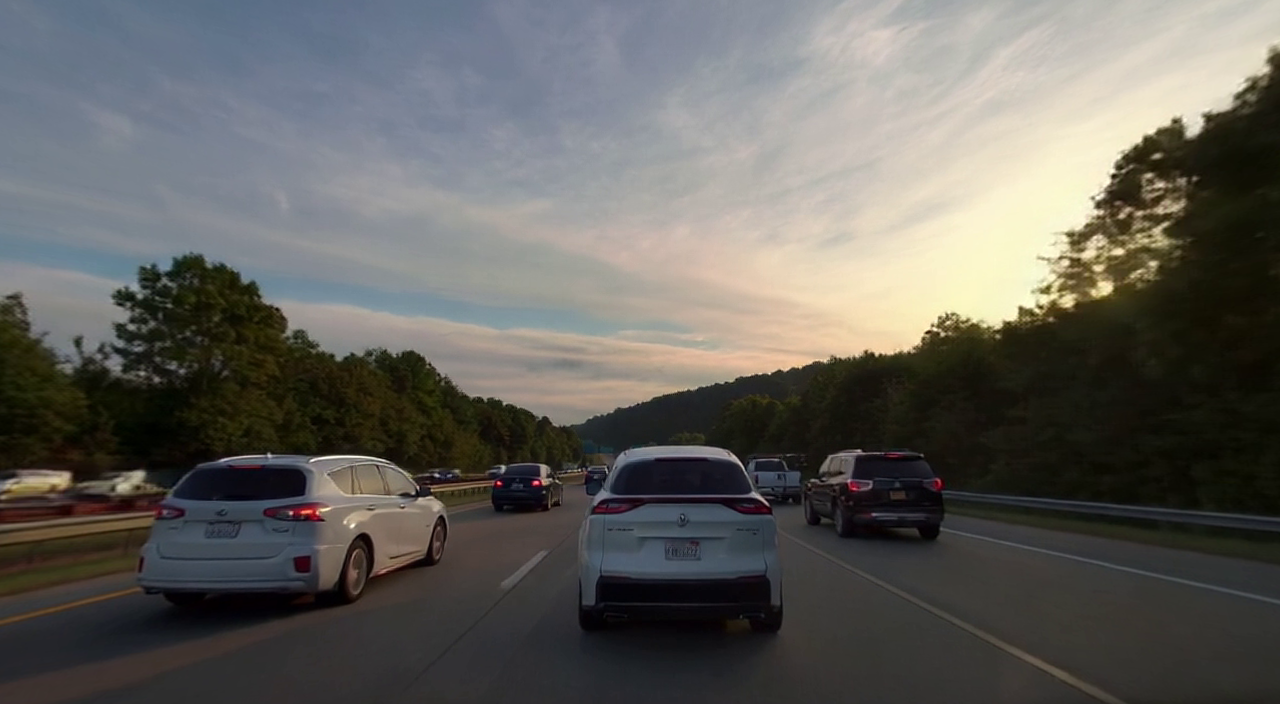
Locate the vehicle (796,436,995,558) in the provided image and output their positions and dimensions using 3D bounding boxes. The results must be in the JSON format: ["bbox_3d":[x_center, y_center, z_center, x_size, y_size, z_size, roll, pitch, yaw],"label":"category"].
[{"bbox_3d":[4.569,2.691,12.136,1.984,1.876,4.287,1,-11,0],"label":"vehicle"}]

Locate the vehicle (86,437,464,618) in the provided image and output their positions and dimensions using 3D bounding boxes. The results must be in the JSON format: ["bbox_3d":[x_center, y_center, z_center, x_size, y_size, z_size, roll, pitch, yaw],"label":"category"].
[{"bbox_3d":[-3.854,1.958,7.795,1.994,1.556,4.263,0,-11,1],"label":"vehicle"}]

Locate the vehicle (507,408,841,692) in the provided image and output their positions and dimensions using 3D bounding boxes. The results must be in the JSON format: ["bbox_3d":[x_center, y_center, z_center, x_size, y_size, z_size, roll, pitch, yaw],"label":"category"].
[{"bbox_3d":[0.219,1.608,6.062,2.057,1.725,4.126,1,-11,0],"label":"vehicle"}]
